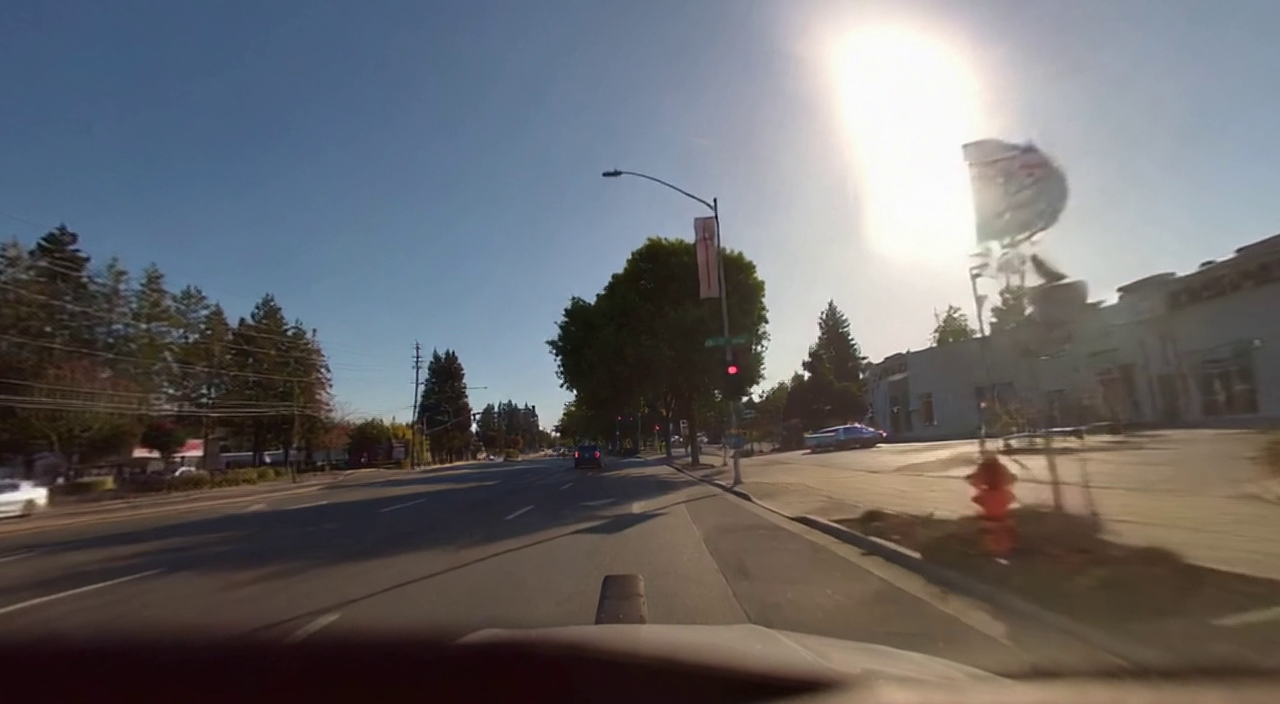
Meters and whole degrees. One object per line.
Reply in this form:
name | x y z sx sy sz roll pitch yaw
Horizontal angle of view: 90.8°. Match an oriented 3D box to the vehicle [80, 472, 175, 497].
vehicle | -35.255 9.137 43.533 4.614 1.534 2.229 -1 -8 3
